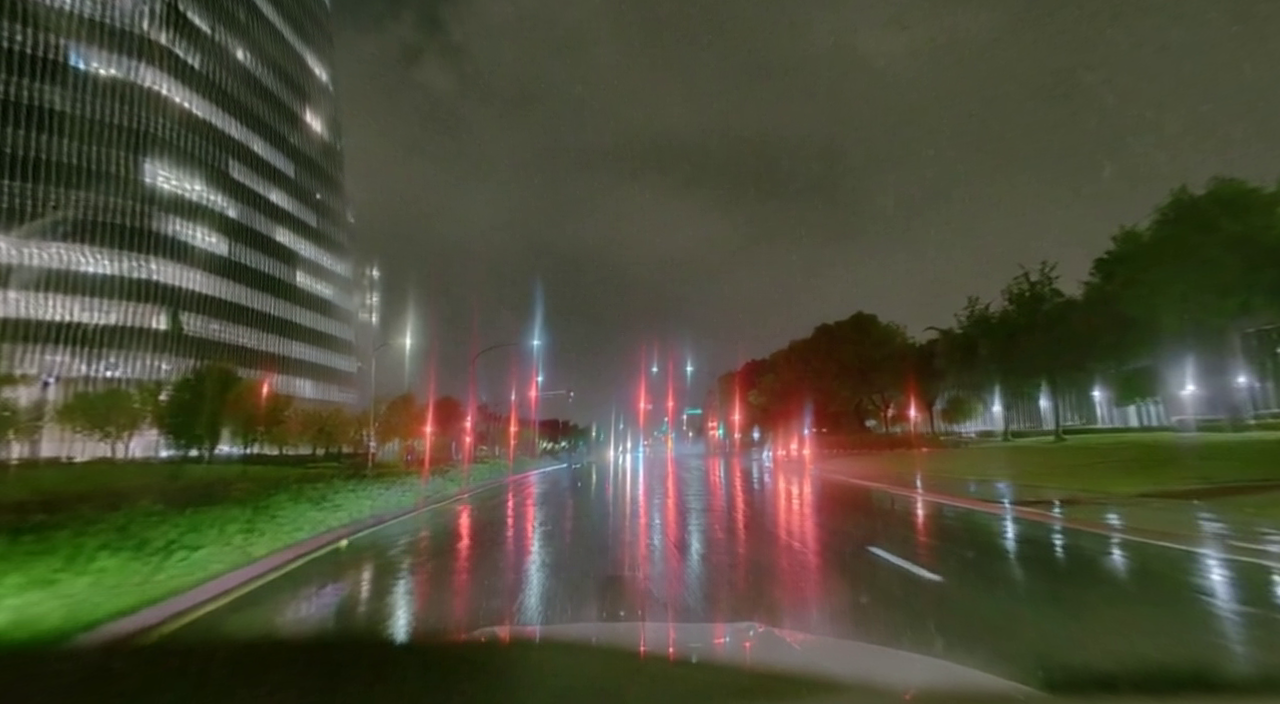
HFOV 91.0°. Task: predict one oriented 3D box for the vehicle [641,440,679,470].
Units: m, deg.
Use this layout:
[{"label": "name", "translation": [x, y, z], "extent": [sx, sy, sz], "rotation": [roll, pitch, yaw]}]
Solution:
[{"label": "vehicle", "translation": [1.194, 6.092, 37.579], "extent": [2.092, 1.660, 4.319], "rotation": [0, -8, 2]}]
